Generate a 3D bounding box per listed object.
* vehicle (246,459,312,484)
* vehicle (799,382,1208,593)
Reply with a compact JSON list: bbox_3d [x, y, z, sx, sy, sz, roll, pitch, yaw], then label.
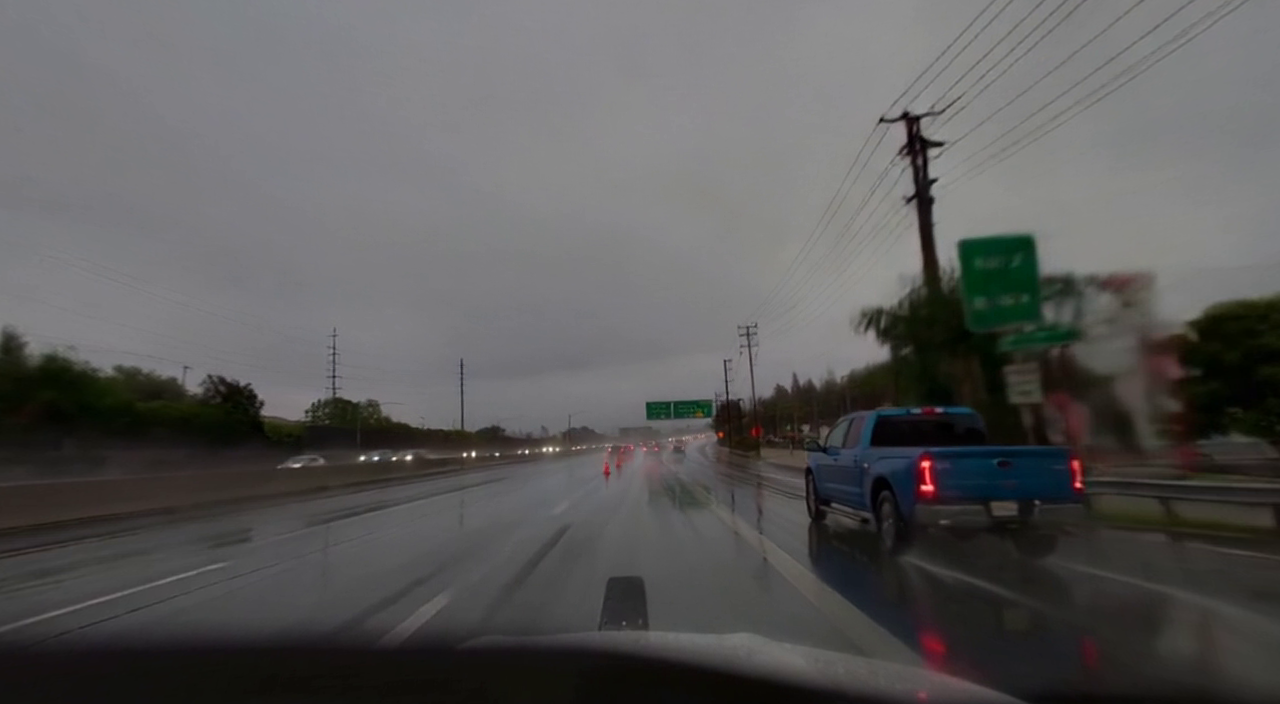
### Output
[{"bbox_3d":[-23.638,7.815,41.455,1.757,1.465,4.244,0,-8,2],"label":"vehicle"},{"bbox_3d":[3.868,1.579,8.254,2.186,1.840,5.289,0,-8,0],"label":"vehicle"}]
